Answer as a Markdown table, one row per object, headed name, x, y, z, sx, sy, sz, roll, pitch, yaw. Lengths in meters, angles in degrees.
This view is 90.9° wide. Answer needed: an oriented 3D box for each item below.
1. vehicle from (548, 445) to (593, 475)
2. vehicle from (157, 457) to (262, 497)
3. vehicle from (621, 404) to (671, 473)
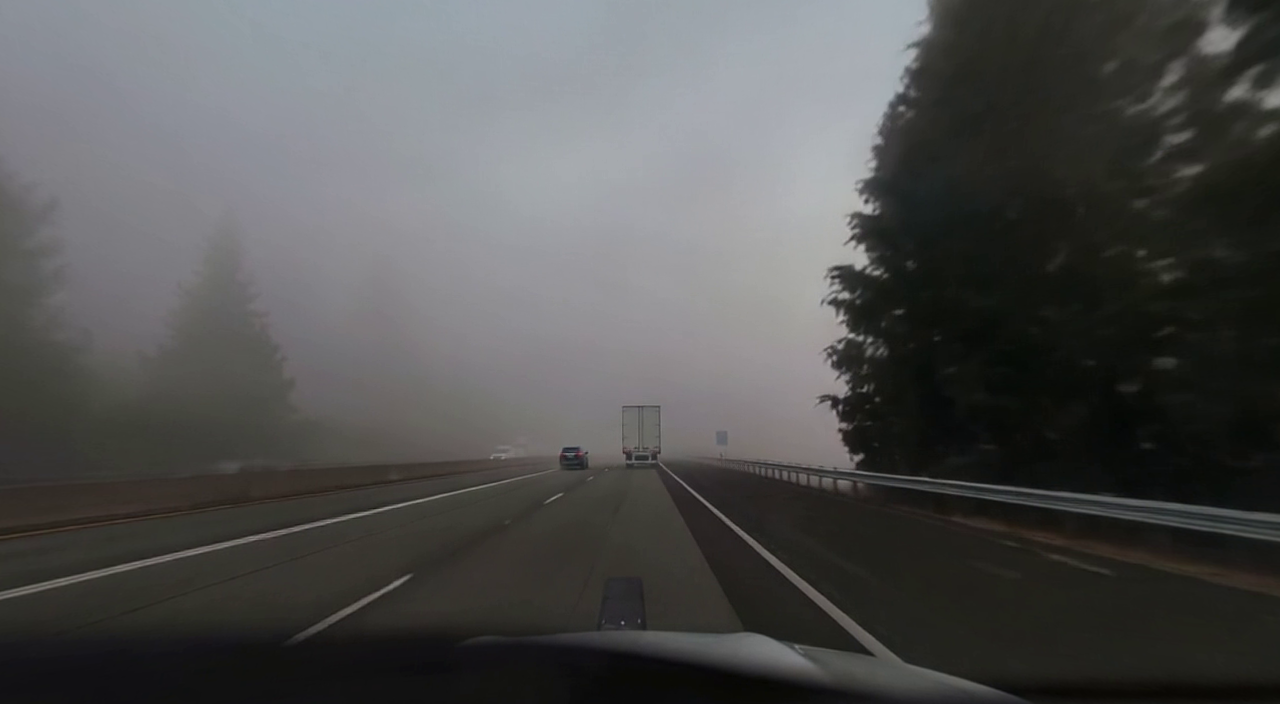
| name | x | y | z | sx | sy | sz | roll | pitch | yaw |
| --- | --- | --- | --- | --- | --- | --- | --- | --- | --- |
| vehicle | -3.912 | 6.152 | 36.034 | 2.063 | 1.583 | 4.049 | 0 | -9 | 1 |
| vehicle | -17.380 | 5.022 | 25.662 | 1.685 | 1.429 | 3.606 | 0 | -9 | 0 |
| vehicle | 0.383 | 5.803 | 41.773 | 2.899 | 3.966 | 10.053 | 0 | -9 | 0 |
